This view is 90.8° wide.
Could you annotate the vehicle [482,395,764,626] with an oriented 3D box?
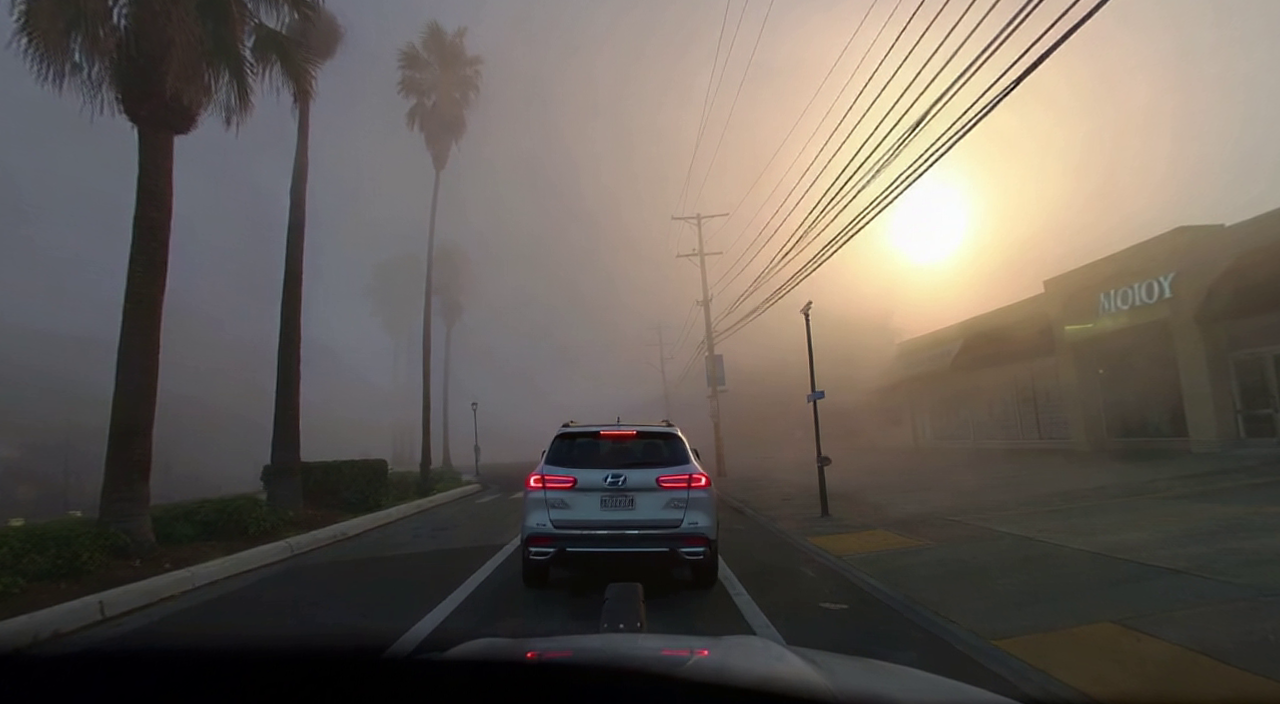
[{"bbox_3d":[-0.210,1.453,6.684,2.105,1.702,3.750,0,-8,-3],"label":"vehicle"}]
